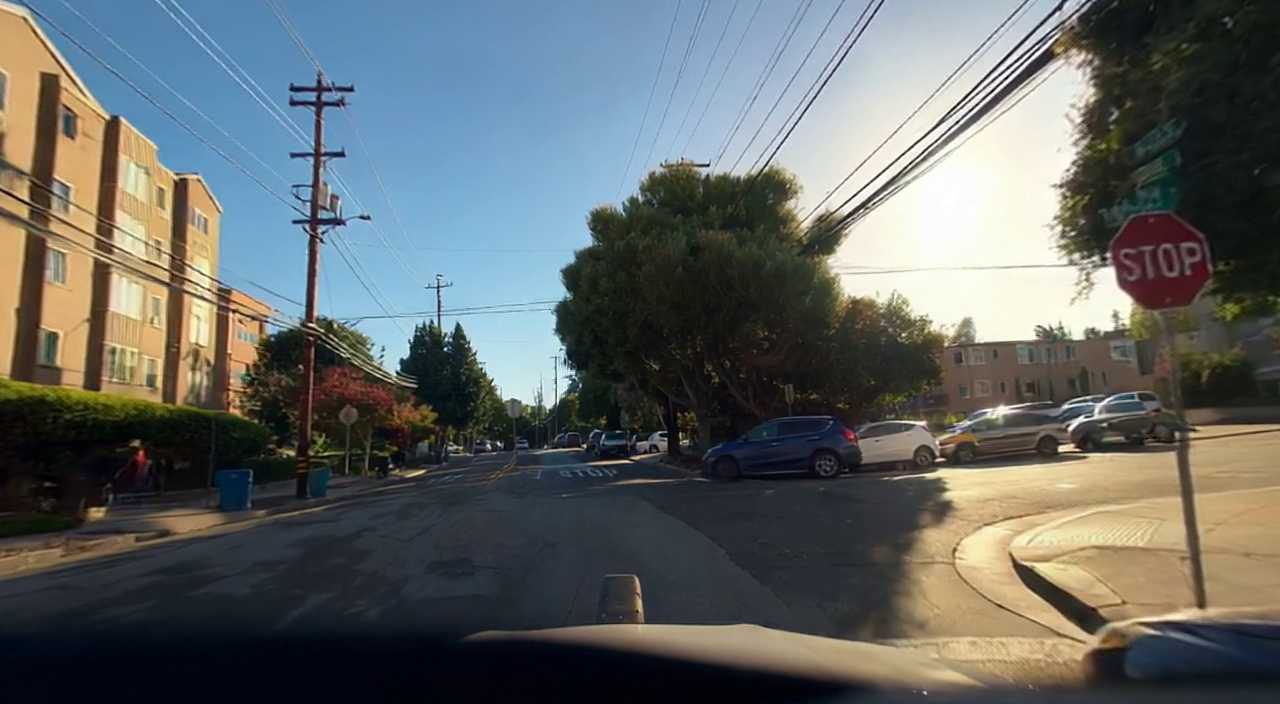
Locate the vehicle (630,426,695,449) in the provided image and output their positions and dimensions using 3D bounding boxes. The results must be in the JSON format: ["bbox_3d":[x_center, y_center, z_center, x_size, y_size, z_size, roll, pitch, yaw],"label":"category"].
[{"bbox_3d":[1.634,6.366,46.783,4.424,1.645,1.820,2,-9,-14],"label":"vehicle"}]

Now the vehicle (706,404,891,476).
[{"bbox_3d":[4.440,2.564,18.139,4.790,1.872,2.155,-2,-10,14],"label":"vehicle"}]

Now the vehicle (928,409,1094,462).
[{"bbox_3d":[12.937,2.936,22.161,4.830,1.490,1.878,-2,-10,-11],"label":"vehicle"}]

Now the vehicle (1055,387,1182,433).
[{"bbox_3d":[21.977,2.774,29.284,1.976,1.876,4.405,1,-9,-10],"label":"vehicle"}]

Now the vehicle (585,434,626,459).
[{"bbox_3d":[-2.250,6.012,40.252,1.918,1.475,4.060,2,-9,-12],"label":"vehicle"}]
